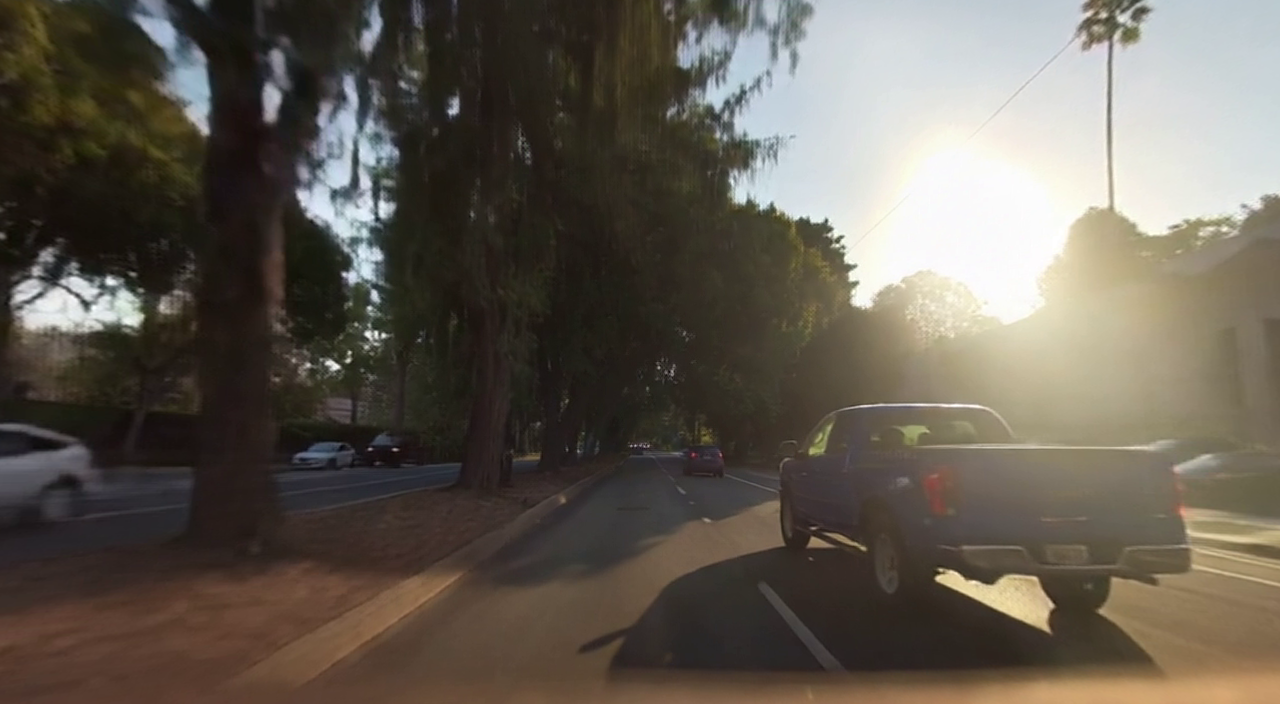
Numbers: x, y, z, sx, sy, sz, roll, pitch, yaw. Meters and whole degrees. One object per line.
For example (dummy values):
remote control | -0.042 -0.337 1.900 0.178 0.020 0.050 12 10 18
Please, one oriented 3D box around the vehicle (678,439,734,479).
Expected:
vehicle | 3.025 5.036 29.908 2.108 1.712 4.616 0 -8 -1

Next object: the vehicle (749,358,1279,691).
vehicle | 2.929 1.418 6.601 2.553 1.942 5.679 0 -8 0

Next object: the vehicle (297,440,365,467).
vehicle | -19.207 6.320 39.439 2.002 1.525 4.353 0 -8 0

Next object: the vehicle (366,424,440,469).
vehicle | -14.612 5.880 39.315 2.359 2.543 5.850 0 -8 0
